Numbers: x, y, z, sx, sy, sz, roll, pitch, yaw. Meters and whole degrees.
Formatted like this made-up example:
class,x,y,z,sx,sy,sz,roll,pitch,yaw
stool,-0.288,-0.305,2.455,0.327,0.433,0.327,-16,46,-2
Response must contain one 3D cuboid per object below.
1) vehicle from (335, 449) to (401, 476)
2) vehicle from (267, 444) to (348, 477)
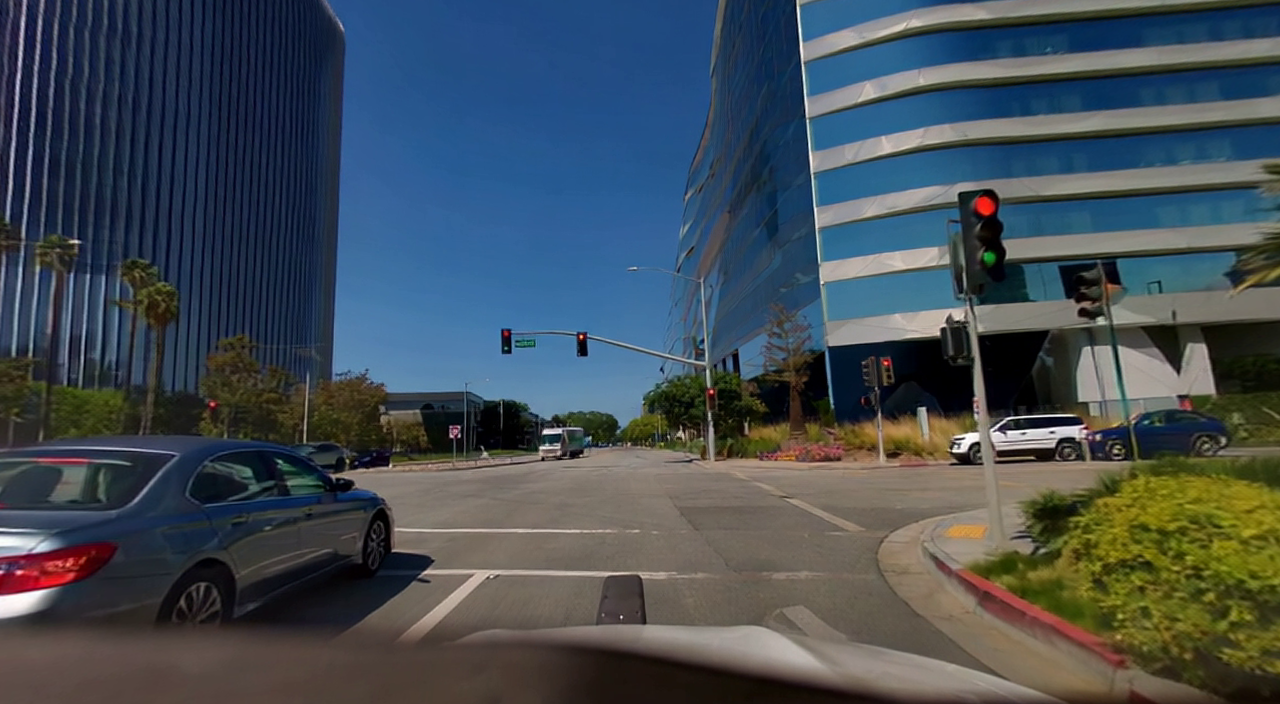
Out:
class,x,y,z,sx,sy,sz,roll,pitch,yaw
vehicle,-15.314,6.202,35.639,1.875,1.389,3.784,0,-9,3
vehicle,-19.049,6.218,36.343,2.017,1.739,4.569,0,-9,2
